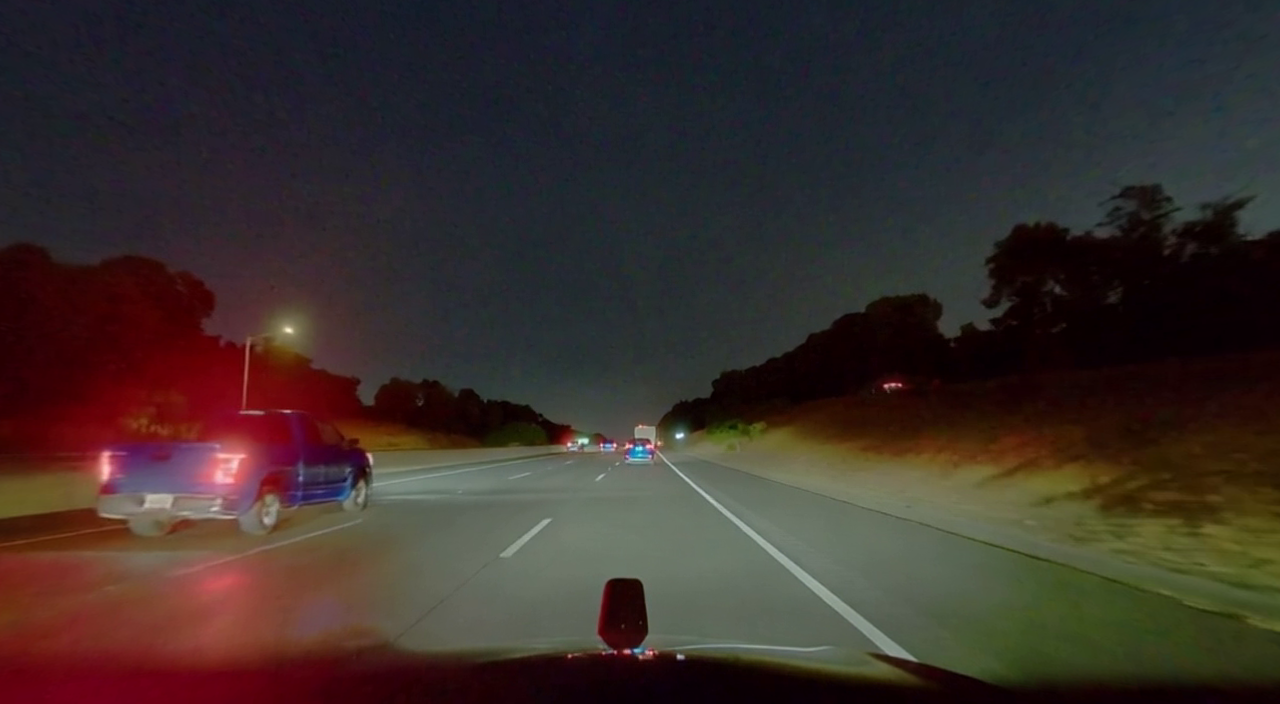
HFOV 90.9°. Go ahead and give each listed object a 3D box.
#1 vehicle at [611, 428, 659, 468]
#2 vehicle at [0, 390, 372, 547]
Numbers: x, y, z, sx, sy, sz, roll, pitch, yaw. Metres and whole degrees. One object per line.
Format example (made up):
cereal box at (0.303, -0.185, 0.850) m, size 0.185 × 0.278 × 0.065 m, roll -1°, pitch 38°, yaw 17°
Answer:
vehicle at (-0.234, 4.997, 32.849) m, size 2.309 × 1.915 × 5.130 m, roll 0°, pitch -8°, yaw 0°
vehicle at (-6.997, 1.877, 10.819) m, size 2.323 × 1.947 × 5.672 m, roll 0°, pitch -8°, yaw 0°
